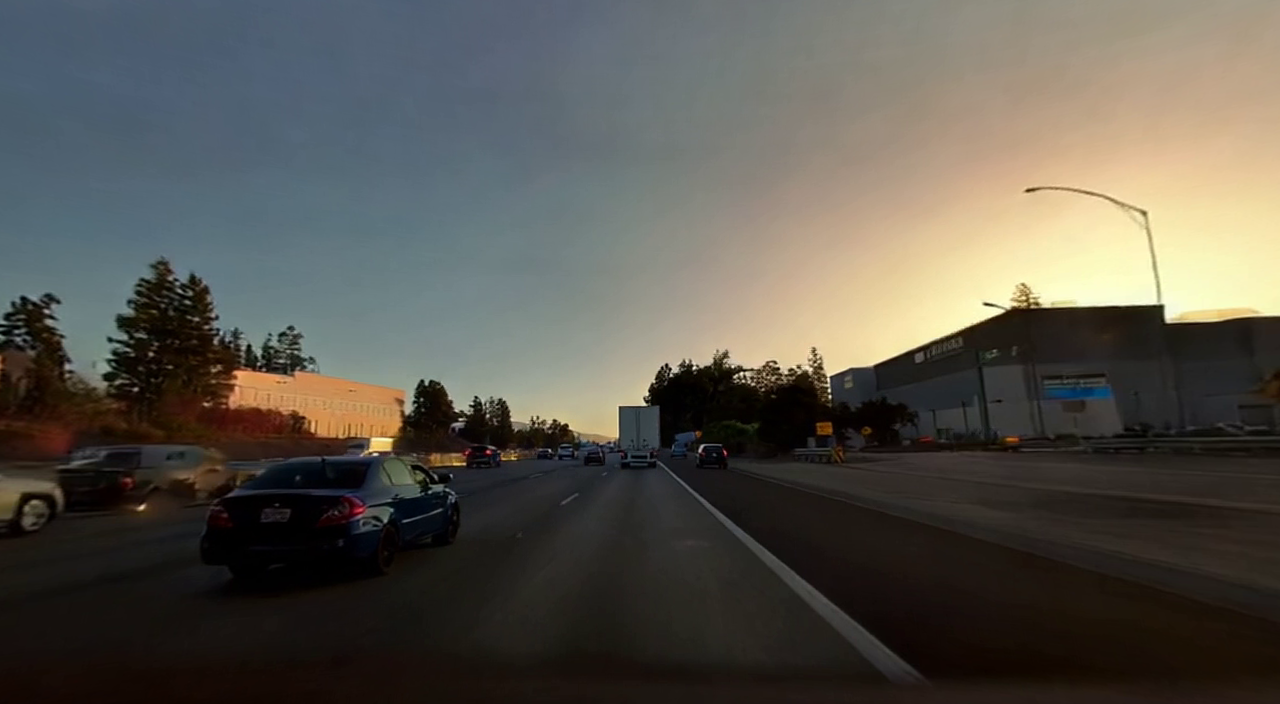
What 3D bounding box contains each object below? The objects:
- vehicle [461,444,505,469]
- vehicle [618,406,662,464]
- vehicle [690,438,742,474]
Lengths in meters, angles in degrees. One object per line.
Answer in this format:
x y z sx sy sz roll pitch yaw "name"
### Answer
-10.967 7.332 44.220 1.966 1.627 4.258 0 -9 1 "vehicle"
0.182 6.476 48.371 3.012 3.928 10.262 0 -9 2 "vehicle"
3.845 5.353 32.588 2.107 1.707 4.445 0 -9 0 "vehicle"
